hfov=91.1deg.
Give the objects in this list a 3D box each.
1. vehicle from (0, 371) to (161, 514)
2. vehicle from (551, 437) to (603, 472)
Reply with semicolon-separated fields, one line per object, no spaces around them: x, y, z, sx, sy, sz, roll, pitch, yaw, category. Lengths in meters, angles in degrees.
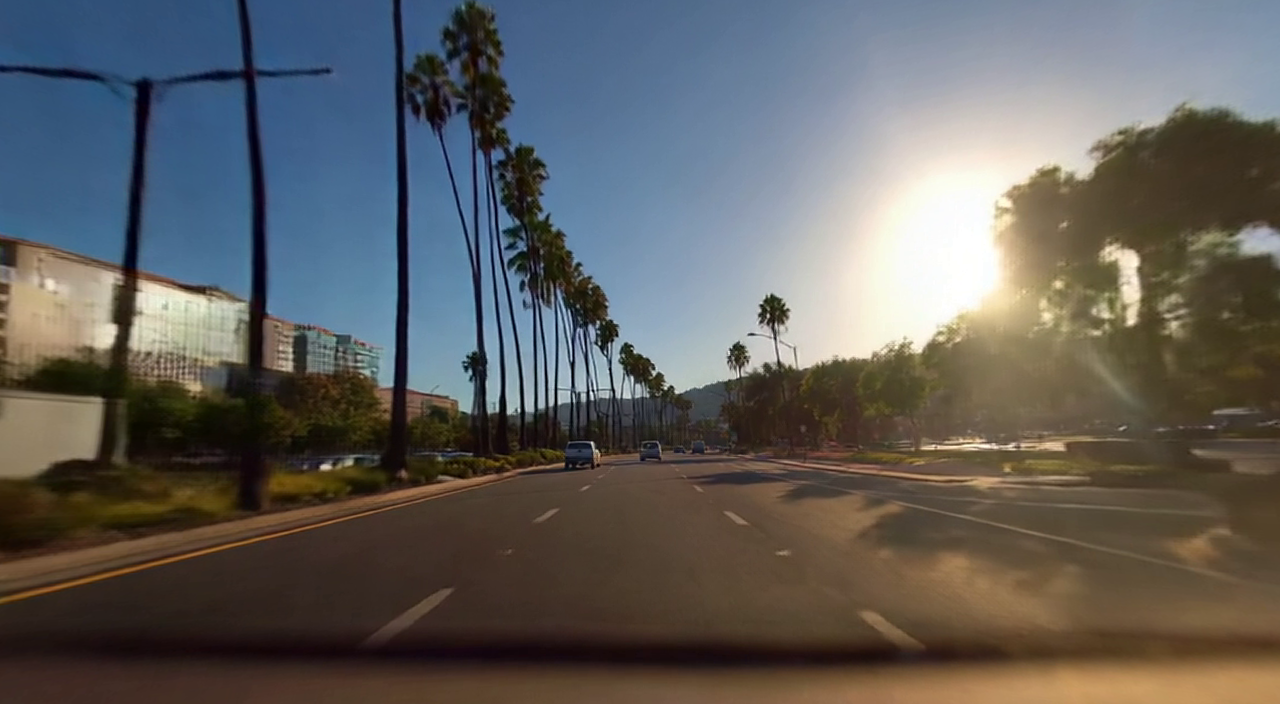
-21.108;2.559;17.285;2.968;4.370;16.176;-1;-7;1;vehicle
-3.438;5.709;35.093;2.188;1.819;4.667;-1;-8;3;vehicle
